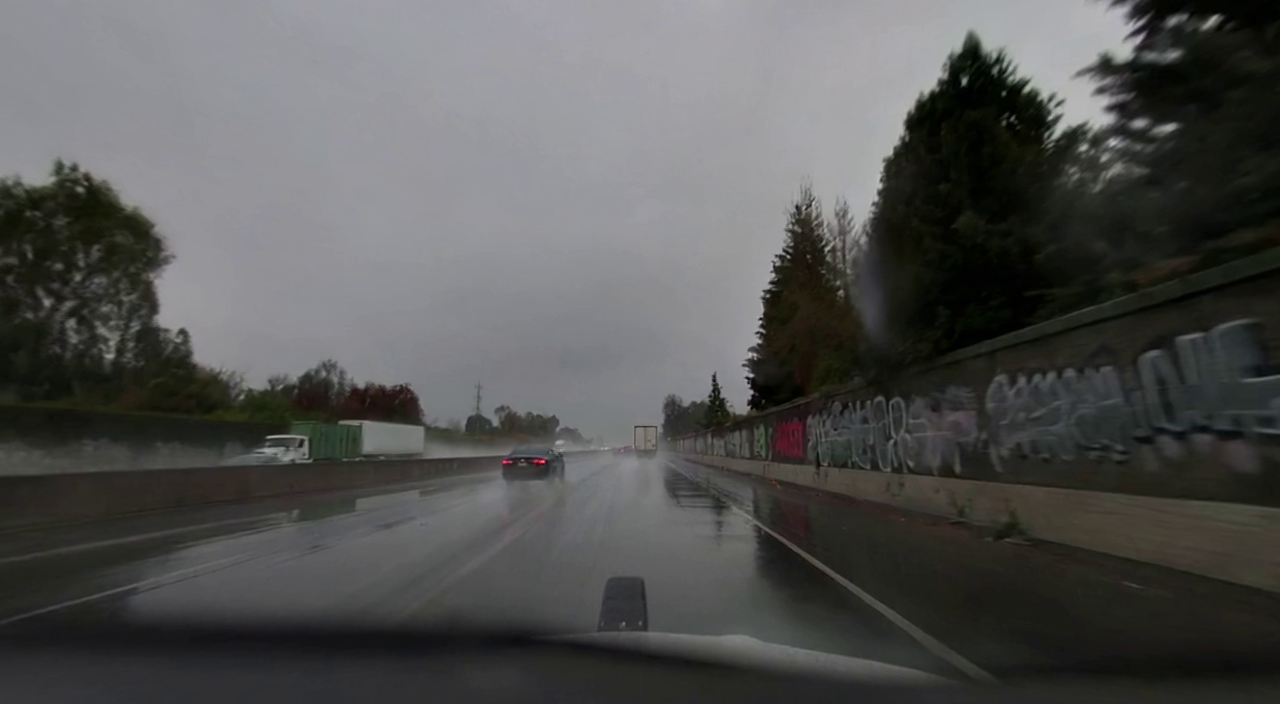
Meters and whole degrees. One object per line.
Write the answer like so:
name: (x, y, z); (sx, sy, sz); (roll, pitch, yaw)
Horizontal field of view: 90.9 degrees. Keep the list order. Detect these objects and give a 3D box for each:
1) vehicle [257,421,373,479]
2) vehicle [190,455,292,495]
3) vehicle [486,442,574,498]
vehicle: (-22.303, 6.853, 44.036); (3.241, 3.624, 8.590); (0, -9, 1)
vehicle: (-14.567, 4.499, 23.211); (1.654, 1.325, 3.111); (0, -9, 1)
vehicle: (-3.192, 3.520, 19.190); (1.803, 1.466, 4.509); (0, -9, 1)
